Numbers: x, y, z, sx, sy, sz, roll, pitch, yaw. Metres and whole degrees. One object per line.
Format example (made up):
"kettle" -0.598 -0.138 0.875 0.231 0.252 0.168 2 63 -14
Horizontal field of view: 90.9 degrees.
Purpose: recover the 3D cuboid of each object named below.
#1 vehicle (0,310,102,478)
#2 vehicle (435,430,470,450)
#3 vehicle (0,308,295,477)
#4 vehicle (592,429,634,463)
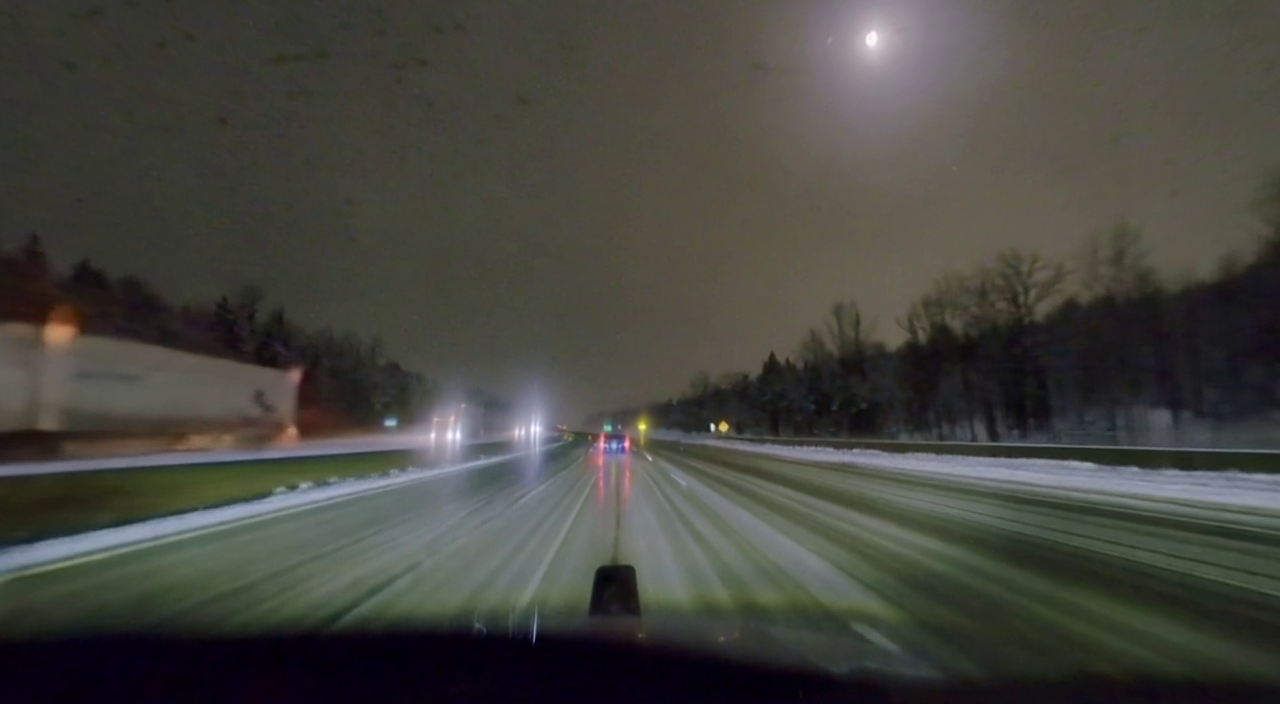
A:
"vehicle" -16.434 0.954 14.443 2.992 3.902 5.828 0 -8 -2
"vehicle" -14.045 6.591 47.428 1.682 1.409 3.563 0 -8 -3
"vehicle" -16.855 1.794 21.106 2.915 3.951 14.819 0 -8 -3
"vehicle" -1.415 4.799 32.302 1.997 1.589 4.179 0 -8 -4
